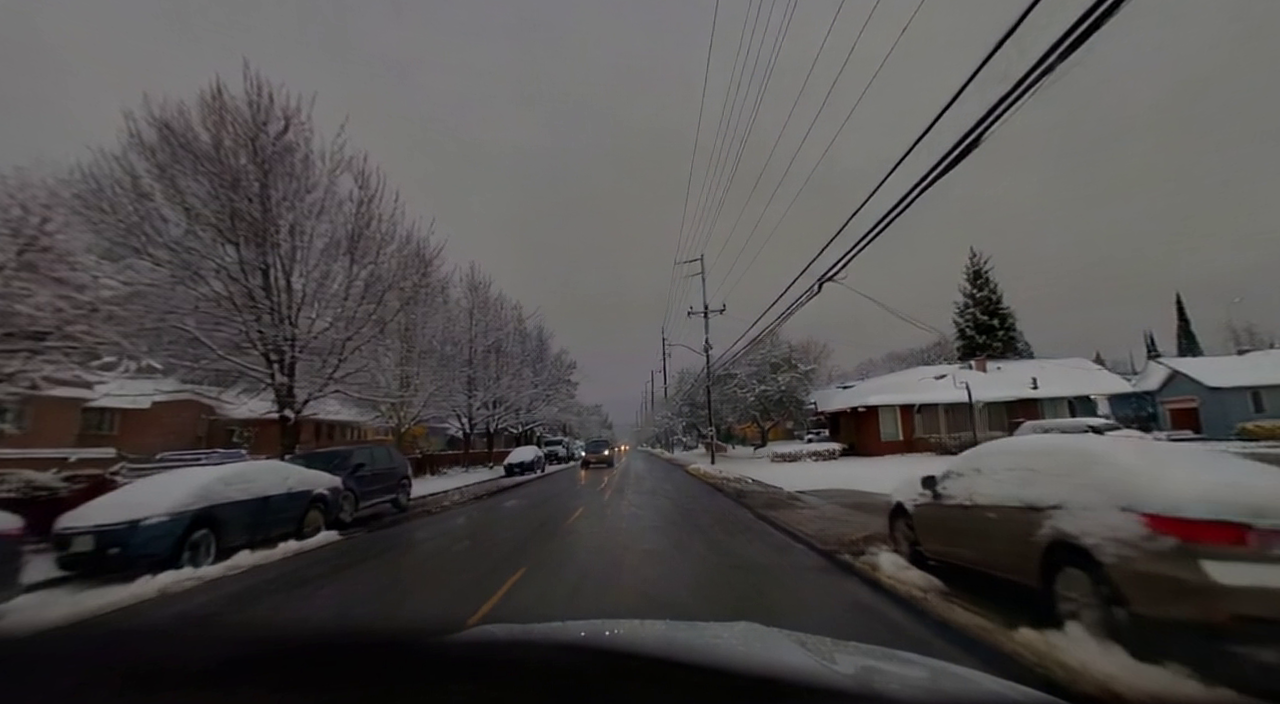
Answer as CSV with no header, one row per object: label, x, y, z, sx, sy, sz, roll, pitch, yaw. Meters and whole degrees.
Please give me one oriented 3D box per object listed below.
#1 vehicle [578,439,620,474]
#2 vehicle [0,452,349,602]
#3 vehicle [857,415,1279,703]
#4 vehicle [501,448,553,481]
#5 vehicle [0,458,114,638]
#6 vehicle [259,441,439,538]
vehicle,-2.569,6.622,40.310,2.154,2.051,4.571,-2,-9,3
vehicle,-6.410,2.341,9.525,1.995,1.469,4.931,-4,-8,-4
vehicle,3.772,1.416,5.387,2.108,1.493,4.878,0,-9,0
vehicle,-6.212,6.213,35.215,2.055,1.666,4.168,-2,-9,1
vehicle,-6.160,1.516,4.127,1.813,1.447,4.437,-3,-9,-3
vehicle,-6.498,3.058,14.801,1.985,1.712,4.703,-5,-9,0
